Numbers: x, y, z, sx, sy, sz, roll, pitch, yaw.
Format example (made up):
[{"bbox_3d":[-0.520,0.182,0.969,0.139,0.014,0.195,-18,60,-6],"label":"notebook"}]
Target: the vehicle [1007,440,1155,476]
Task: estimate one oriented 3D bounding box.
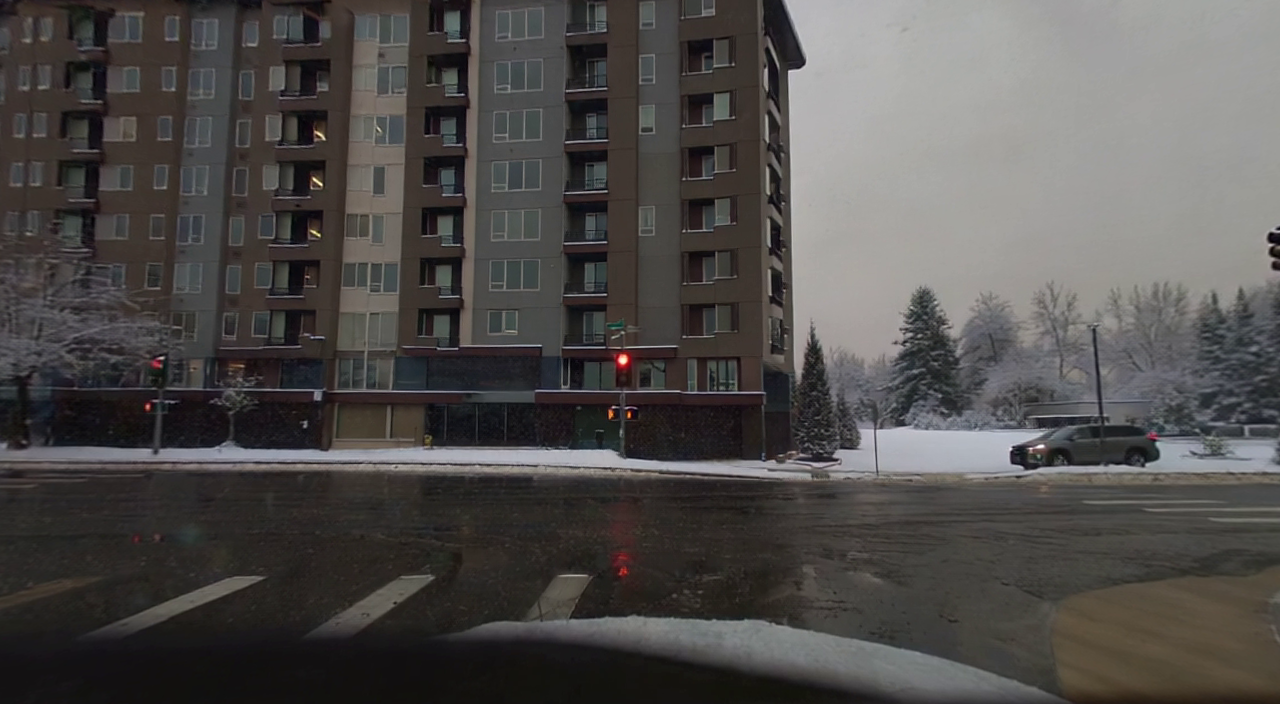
[{"bbox_3d":[18.557,4.464,26.701,4.823,1.458,1.914,0,-9,-1],"label":"vehicle"}]
